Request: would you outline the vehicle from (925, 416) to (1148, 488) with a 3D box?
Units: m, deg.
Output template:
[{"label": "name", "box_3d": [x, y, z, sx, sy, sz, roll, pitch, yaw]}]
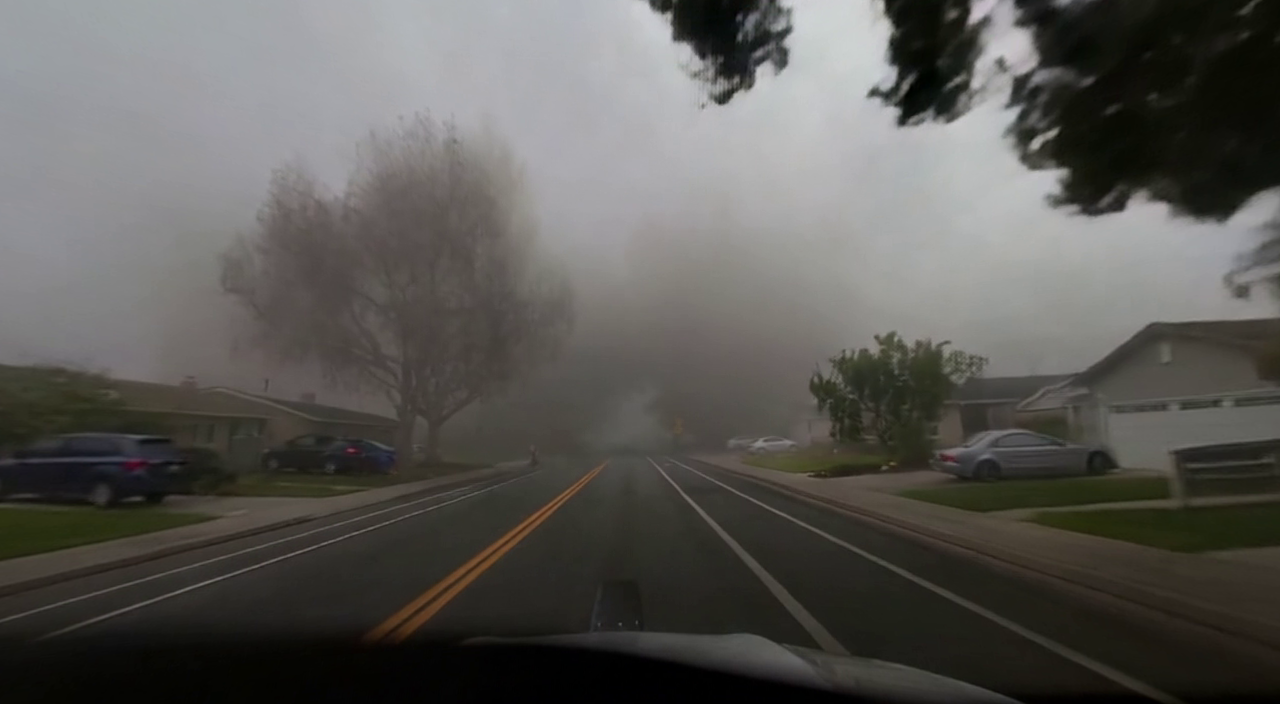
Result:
[{"label": "vehicle", "box_3d": [10.712, 2.731, 17.336, 4.751, 1.518, 1.885, -4, -8, -1]}]

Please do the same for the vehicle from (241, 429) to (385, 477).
[{"label": "vehicle", "box_3d": [-12.856, 4.002, 25.074, 4.549, 1.802, 2.081, 0, -8, 1]}]

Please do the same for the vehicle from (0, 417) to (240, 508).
[{"label": "vehicle", "box_3d": [-12.450, 2.522, 14.635, 5.009, 1.880, 1.961, -1, -7, 1]}]

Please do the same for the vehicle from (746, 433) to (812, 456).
[{"label": "vehicle", "box_3d": [10.742, 7.183, 49.008, 4.493, 1.493, 1.926, -3, -8, -4]}]
